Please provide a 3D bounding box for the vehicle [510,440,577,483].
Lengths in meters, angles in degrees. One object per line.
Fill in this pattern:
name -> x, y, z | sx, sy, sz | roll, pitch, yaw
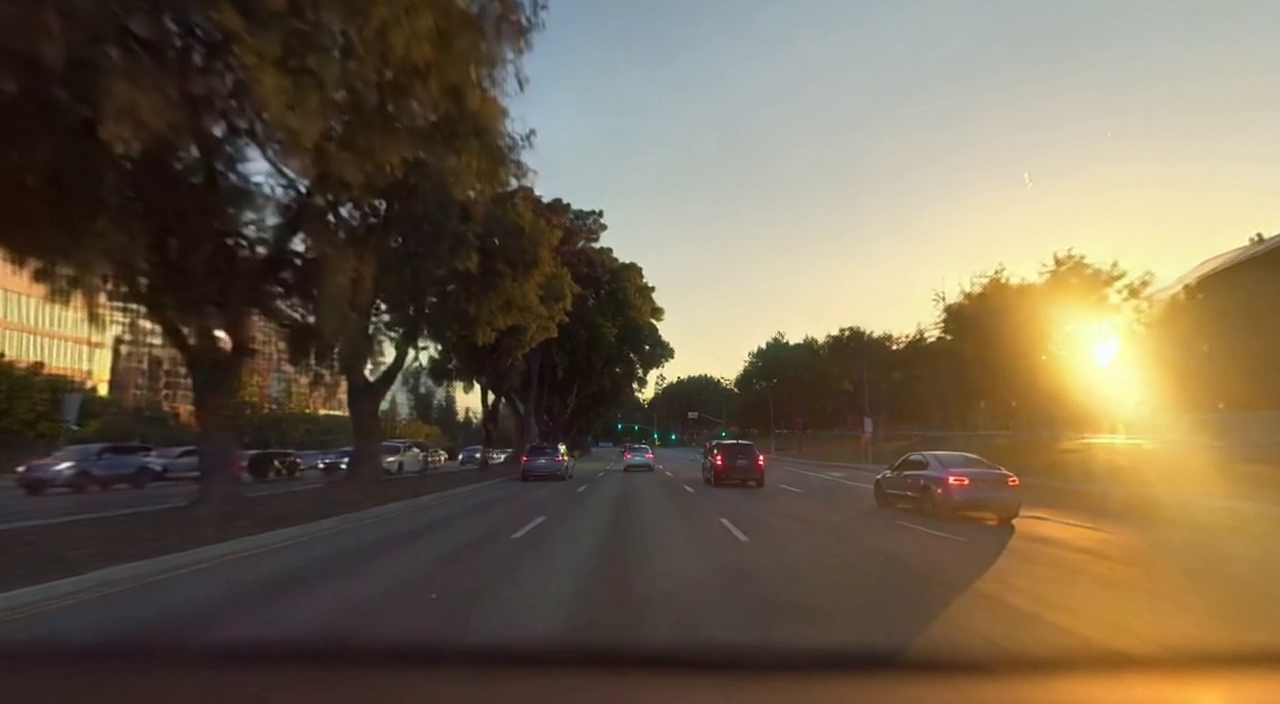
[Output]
vehicle -> -3.985, 4.579, 26.817 | 2.172, 1.671, 4.175 | 0, -8, 0

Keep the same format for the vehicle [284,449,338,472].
vehicle -> -22.627, 7.442, 43.574 | 1.766, 1.491, 3.678 | 0, -8, 0

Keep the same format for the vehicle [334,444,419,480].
vehicle -> -12.508, 5.218, 30.397 | 2.043, 1.571, 4.946 | 0, -8, -1

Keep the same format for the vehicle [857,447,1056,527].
vehicle -> 6.523, 2.782, 13.700 | 1.945, 1.408, 4.288 | 0, -8, -2

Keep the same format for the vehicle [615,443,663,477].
vehicle -> -0.107, 5.172, 30.515 | 2.155, 1.486, 4.403 | 0, -8, -1

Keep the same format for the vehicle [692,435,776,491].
vehicle -> 3.127, 3.803, 22.050 | 2.161, 1.716, 4.194 | 0, -8, -2

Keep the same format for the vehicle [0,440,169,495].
vehicle -> -19.009, 3.883, 21.703 | 2.186, 1.676, 4.444 | 0, -8, -1

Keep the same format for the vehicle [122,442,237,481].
vehicle -> -22.489, 5.334, 31.136 | 2.005, 1.761, 4.824 | 0, -8, 0
